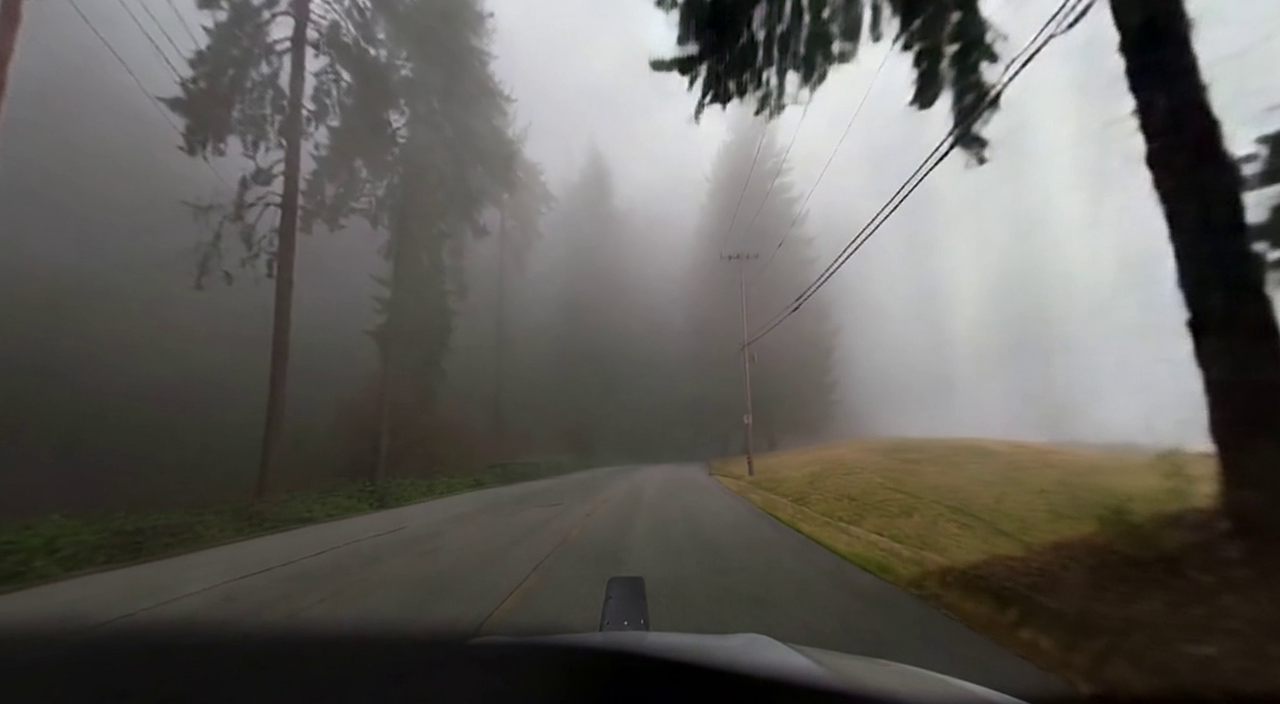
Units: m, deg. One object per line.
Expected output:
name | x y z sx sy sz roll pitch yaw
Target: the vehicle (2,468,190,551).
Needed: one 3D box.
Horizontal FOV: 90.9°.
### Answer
vehicle | -13.866 3.965 16.491 2.058 1.654 4.273 2 -9 -17
